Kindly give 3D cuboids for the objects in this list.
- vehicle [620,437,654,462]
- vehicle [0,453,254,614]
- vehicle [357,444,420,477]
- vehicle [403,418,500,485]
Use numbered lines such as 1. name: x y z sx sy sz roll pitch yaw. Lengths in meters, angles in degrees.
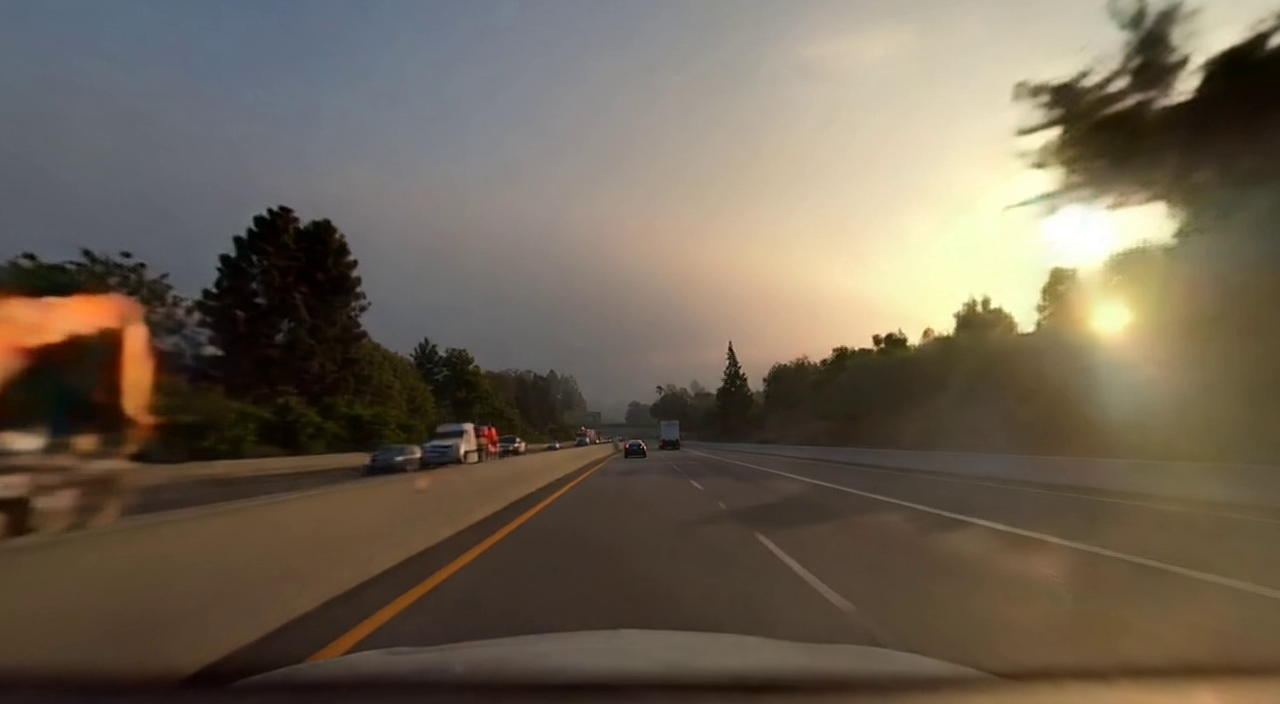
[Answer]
1. vehicle: -0.221 6.195 39.857 2.004 1.472 4.075 0 -8 -1
2. vehicle: -8.096 2.016 7.031 2.765 1.562 7.080 0 -8 3
3. vehicle: -13.612 5.870 34.222 1.889 1.606 3.758 -1 -8 0
4. vehicle: -8.079 4.331 27.711 2.453 2.460 6.190 -3 -8 -1
